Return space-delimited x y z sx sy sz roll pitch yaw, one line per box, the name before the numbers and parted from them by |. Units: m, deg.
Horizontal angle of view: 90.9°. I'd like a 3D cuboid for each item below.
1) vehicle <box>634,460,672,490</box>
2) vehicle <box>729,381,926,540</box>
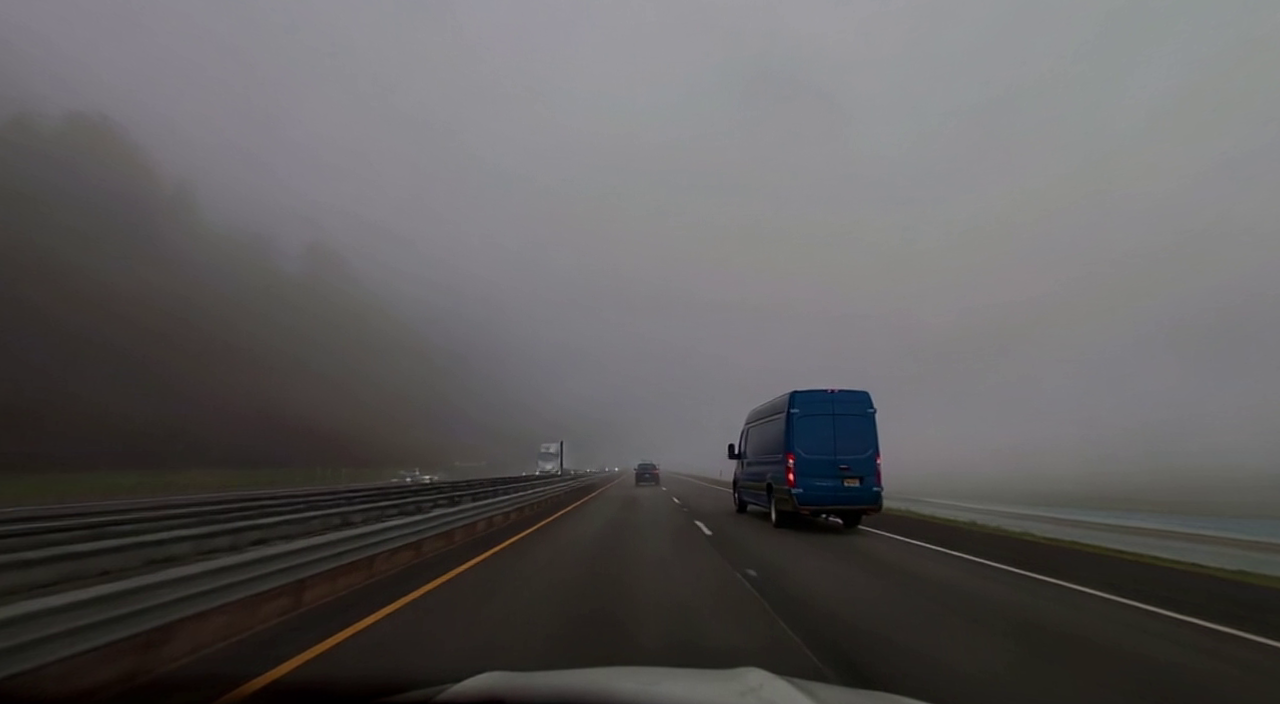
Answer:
vehicle | 0.782 7.508 38.615 2.212 1.717 4.452 1 -10 0
vehicle | 4.032 2.685 15.479 2.563 2.975 6.941 1 -10 -1
